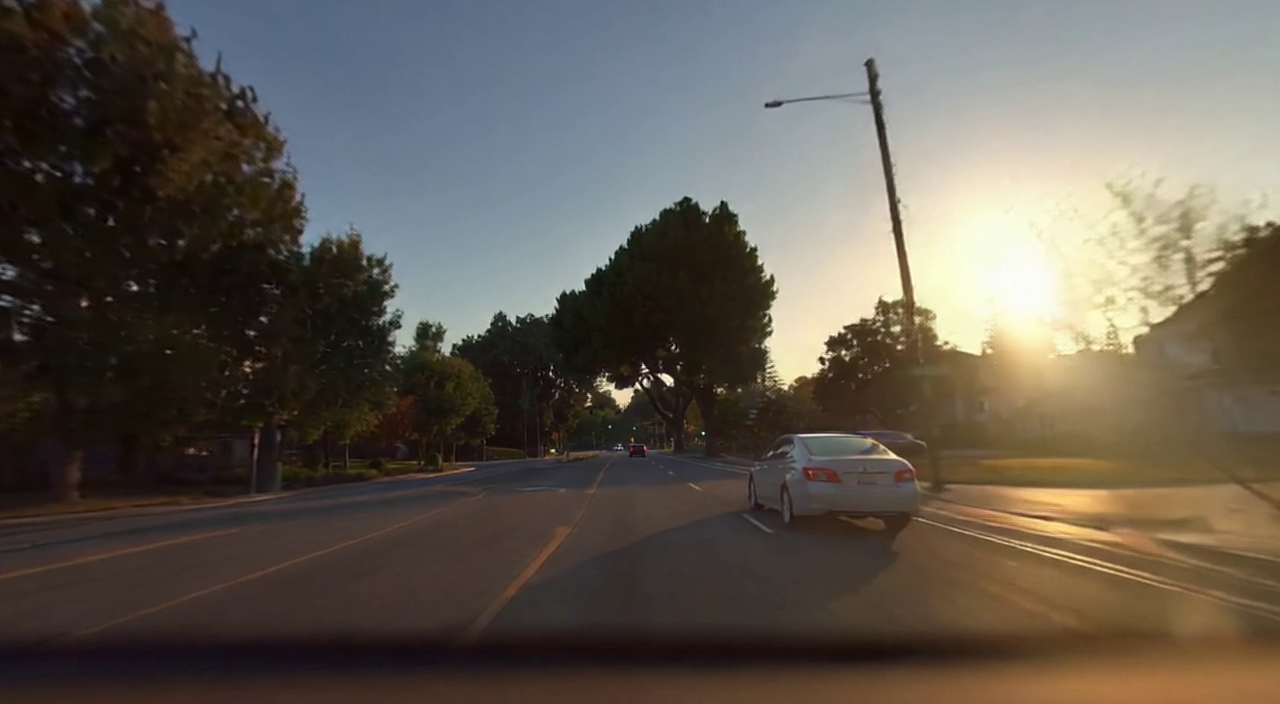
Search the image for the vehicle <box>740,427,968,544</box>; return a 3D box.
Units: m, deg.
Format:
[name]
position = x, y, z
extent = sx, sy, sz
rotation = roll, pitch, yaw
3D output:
[vehicle]
position = 3.091, 2.026, 10.298
extent = 2.134, 1.476, 4.327
rotation = 0, -8, -1
